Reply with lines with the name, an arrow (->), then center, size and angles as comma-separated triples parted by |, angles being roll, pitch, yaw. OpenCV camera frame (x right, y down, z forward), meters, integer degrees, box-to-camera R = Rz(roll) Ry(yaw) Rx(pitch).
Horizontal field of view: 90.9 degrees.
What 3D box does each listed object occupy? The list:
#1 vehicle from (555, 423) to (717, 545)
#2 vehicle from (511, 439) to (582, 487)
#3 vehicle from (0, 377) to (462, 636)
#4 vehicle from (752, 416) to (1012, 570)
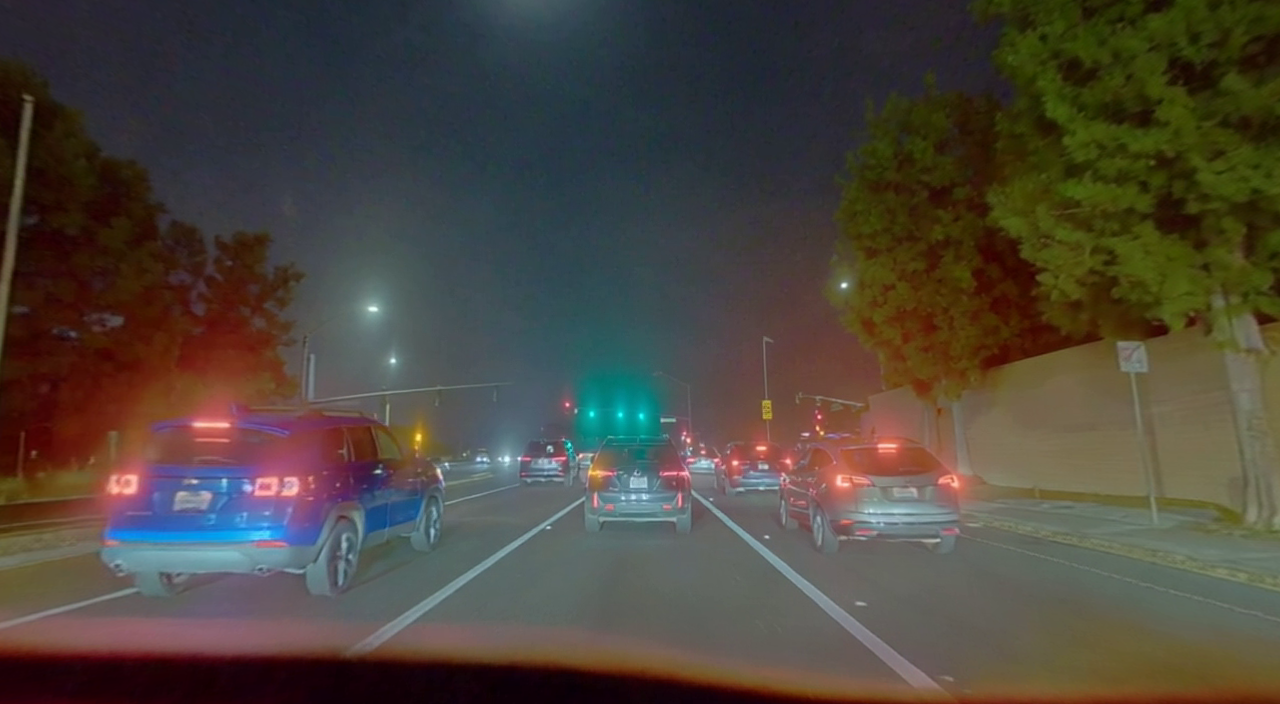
vehicle -> -0.034, 2.126, 10.781 | 2.245, 1.677, 3.913 | 0, -8, 1
vehicle -> -3.660, 4.450, 25.669 | 2.067, 1.759, 4.631 | 0, -8, 1
vehicle -> -3.673, 1.463, 6.975 | 2.070, 1.913, 4.450 | 0, -8, 0
vehicle -> 3.097, 1.885, 9.249 | 2.029, 1.702, 4.281 | 0, -8, -1
